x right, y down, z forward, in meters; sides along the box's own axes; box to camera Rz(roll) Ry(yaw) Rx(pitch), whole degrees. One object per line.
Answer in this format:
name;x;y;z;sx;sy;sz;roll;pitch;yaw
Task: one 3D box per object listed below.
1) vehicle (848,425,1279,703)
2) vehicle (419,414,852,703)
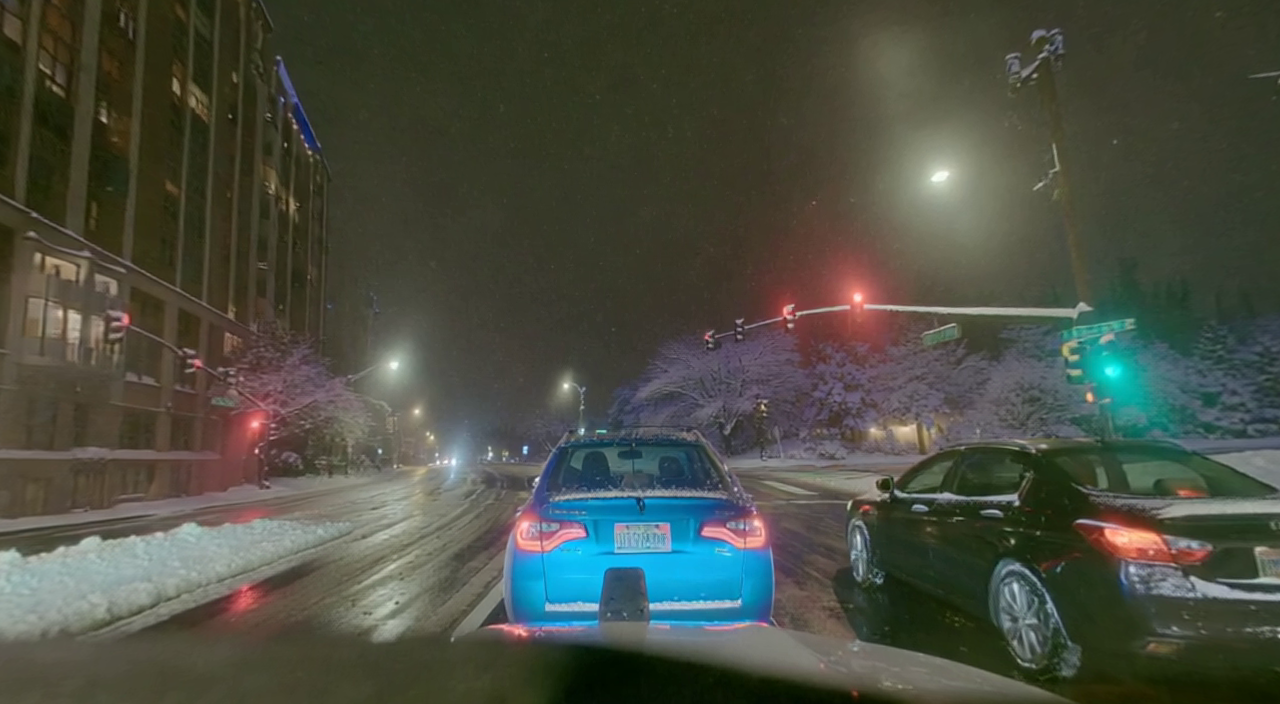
vehicle;3.347;1.376;5.086;1.860;1.430;4.089;0;-8;-1
vehicle;-0.054;1.350;5.161;2.094;1.481;4.078;0;-8;-1
